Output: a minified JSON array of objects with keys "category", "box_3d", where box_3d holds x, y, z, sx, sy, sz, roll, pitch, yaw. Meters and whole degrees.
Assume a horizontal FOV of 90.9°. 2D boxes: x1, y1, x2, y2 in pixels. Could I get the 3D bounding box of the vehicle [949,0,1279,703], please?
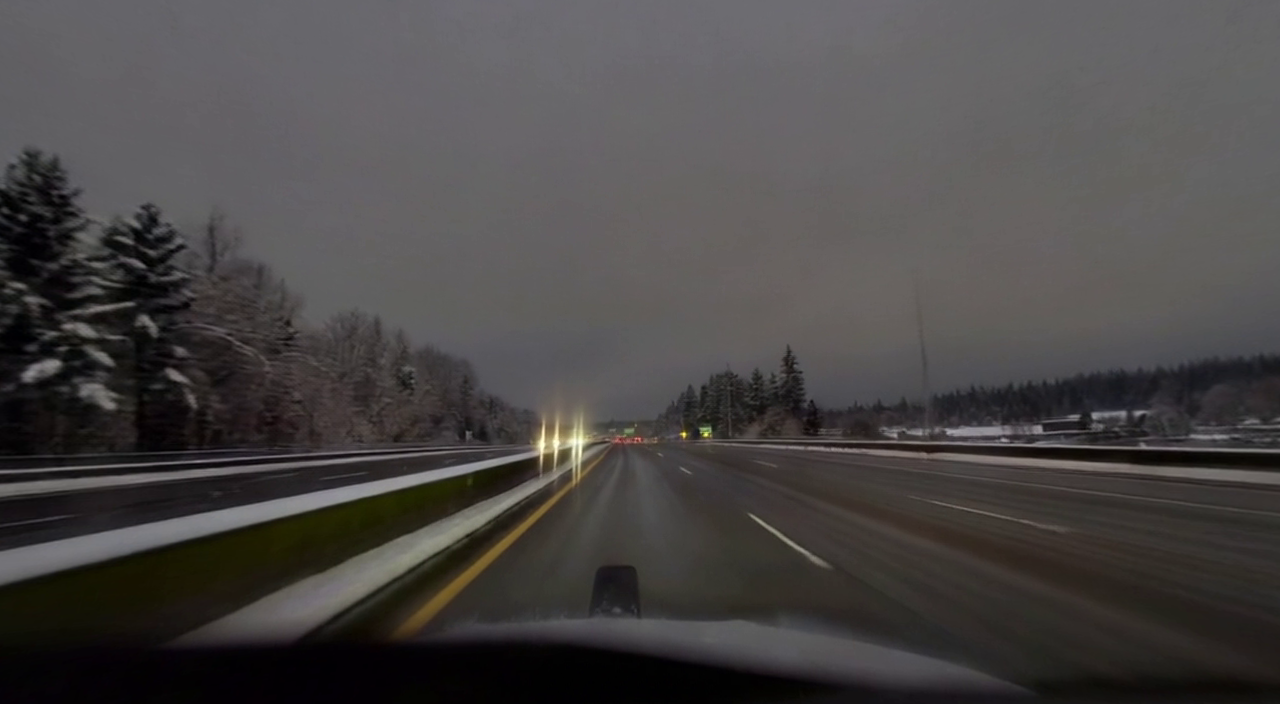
[{"category":"vehicle","box_3d":[3.583,-0.395,1.011,3.004,3.894,5.738,0,-8,-1]}]
